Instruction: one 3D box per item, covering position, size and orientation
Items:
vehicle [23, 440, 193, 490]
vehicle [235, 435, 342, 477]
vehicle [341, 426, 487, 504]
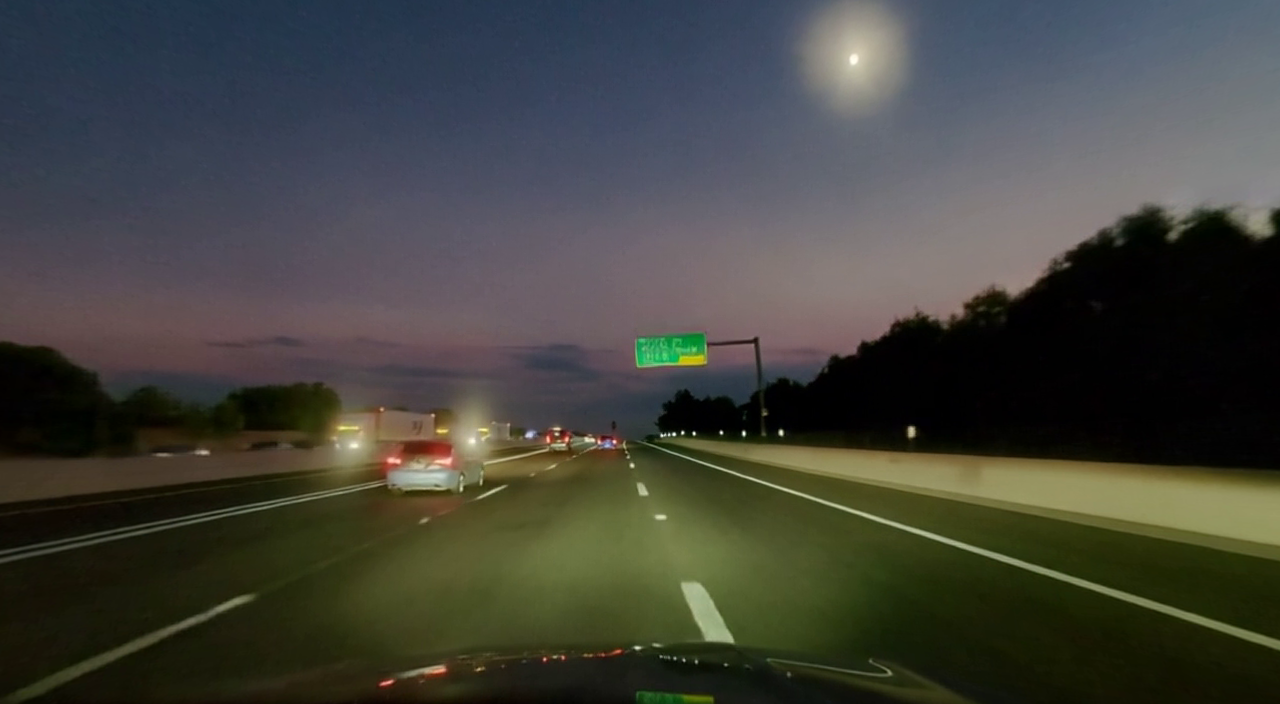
[{"bbox_3d":[-17.894,3.785,21.522,1.852,1.482,4.644,0,-8,-2],"label":"vehicle"},{"bbox_3d":[-13.786,4.054,24.963,1.849,1.482,4.322,0,-8,-2],"label":"vehicle"},{"bbox_3d":[-5.046,2.545,14.758,1.953,1.550,4.167,0,-8,-1],"label":"vehicle"}]
